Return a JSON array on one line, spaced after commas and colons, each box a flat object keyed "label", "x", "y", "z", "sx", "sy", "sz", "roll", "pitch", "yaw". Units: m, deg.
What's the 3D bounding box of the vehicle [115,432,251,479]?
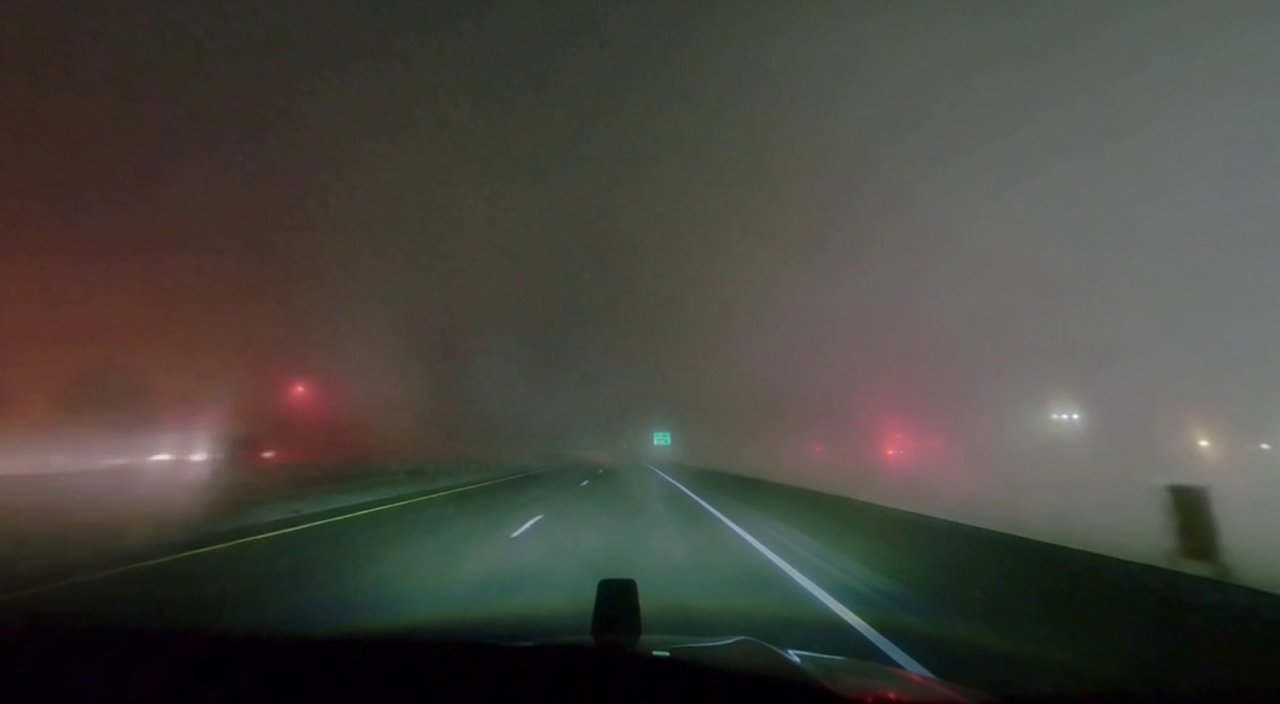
[{"label": "vehicle", "x": -17.147, "y": 3.909, "z": 23.917, "sx": 1.911, "sy": 1.593, "sz": 4.372, "roll": 0, "pitch": -9, "yaw": -1}]
